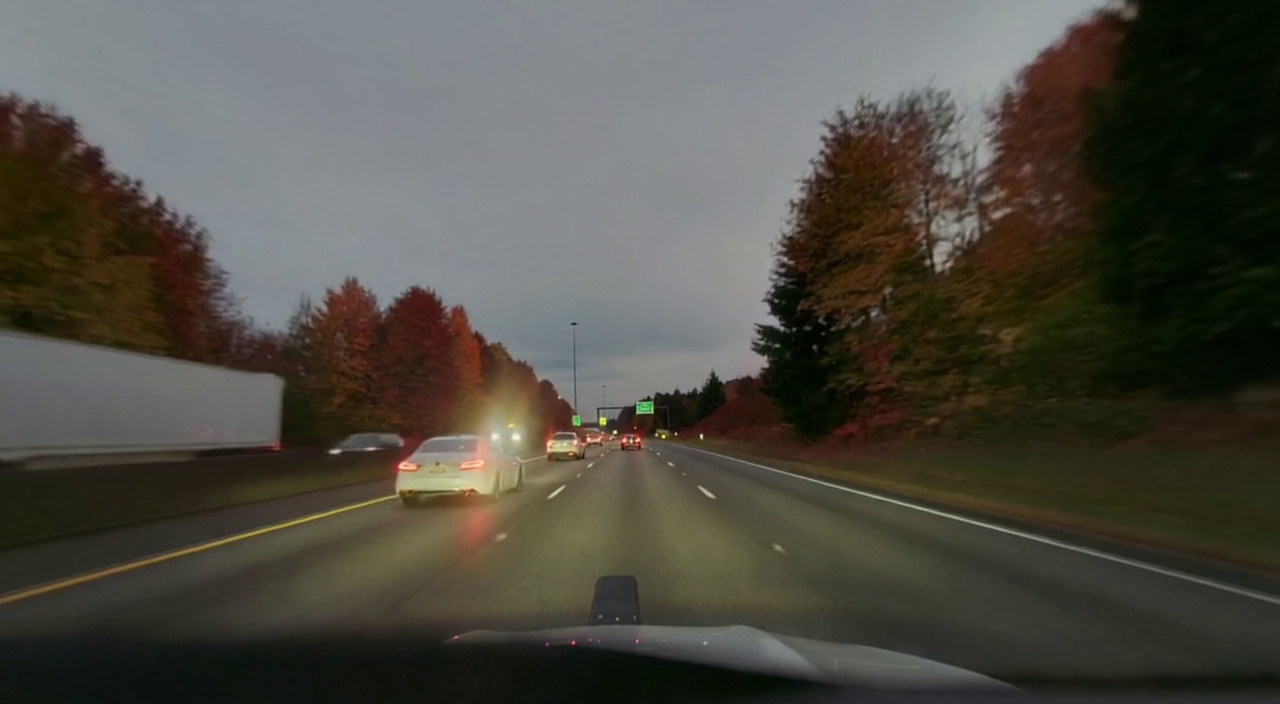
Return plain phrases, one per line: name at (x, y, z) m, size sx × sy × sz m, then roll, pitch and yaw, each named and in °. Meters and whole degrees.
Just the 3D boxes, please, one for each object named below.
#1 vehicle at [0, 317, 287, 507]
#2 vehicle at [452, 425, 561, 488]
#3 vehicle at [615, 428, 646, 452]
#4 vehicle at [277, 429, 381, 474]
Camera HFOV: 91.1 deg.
vehicle at (-15.489, 1.839, 17.639) m, size 2.969 × 4.098 × 14.350 m, roll 0°, pitch -8°, yaw -1°
vehicle at (-3.453, 2.792, 17.249) m, size 1.989 × 1.497 × 4.645 m, roll 0°, pitch -8°, yaw 0°
vehicle at (-0.626, 6.140, 43.826) m, size 2.054 × 1.609 × 3.859 m, roll 0°, pitch -8°, yaw -1°
vehicle at (-12.143, 3.894, 24.905) m, size 1.937 × 1.605 × 4.321 m, roll 0°, pitch -8°, yaw 0°
